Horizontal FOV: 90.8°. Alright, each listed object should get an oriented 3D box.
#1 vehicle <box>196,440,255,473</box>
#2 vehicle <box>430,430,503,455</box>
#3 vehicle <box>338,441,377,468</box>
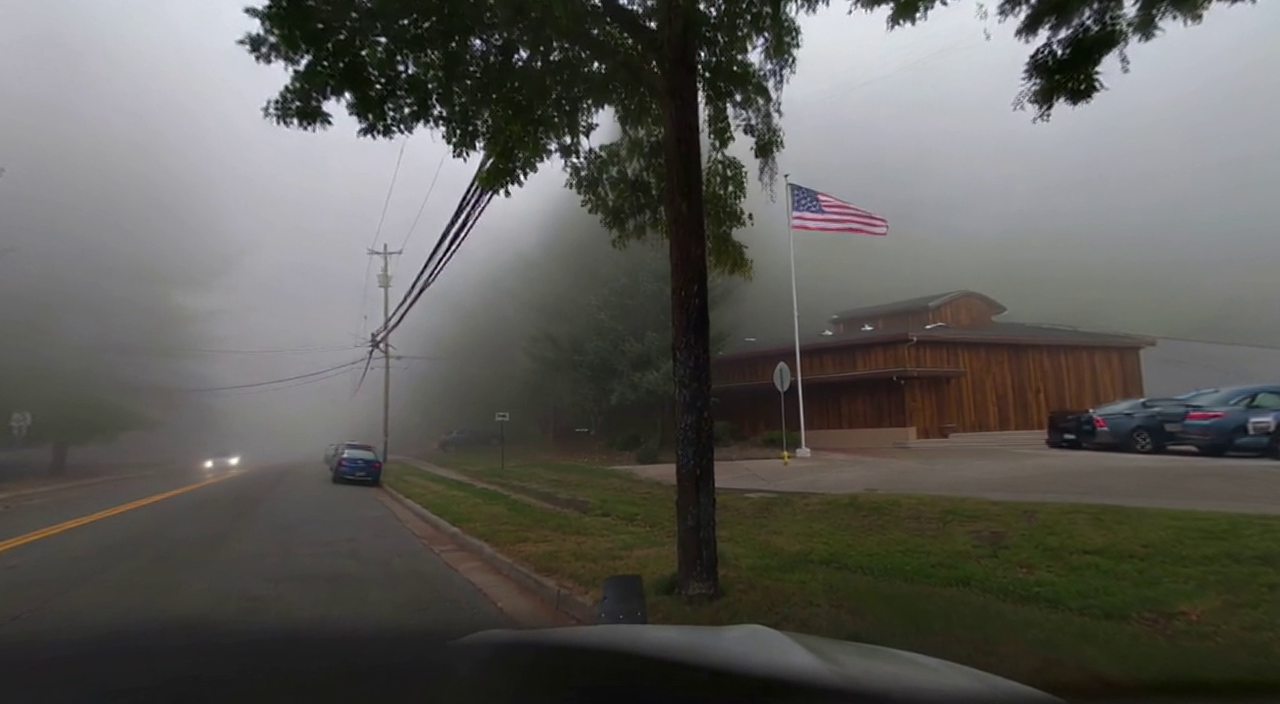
[{"bbox_3d":[-24.042,6.056,36.813,2.086,1.798,4.511,4,-9,-24],"label":"vehicle"},{"bbox_3d":[-12.558,6.537,45.651,4.767,1.735,1.920,4,-10,-26],"label":"vehicle"},{"bbox_3d":[-16.815,6.067,37.486,1.941,1.460,4.206,4,-10,-25],"label":"vehicle"}]
